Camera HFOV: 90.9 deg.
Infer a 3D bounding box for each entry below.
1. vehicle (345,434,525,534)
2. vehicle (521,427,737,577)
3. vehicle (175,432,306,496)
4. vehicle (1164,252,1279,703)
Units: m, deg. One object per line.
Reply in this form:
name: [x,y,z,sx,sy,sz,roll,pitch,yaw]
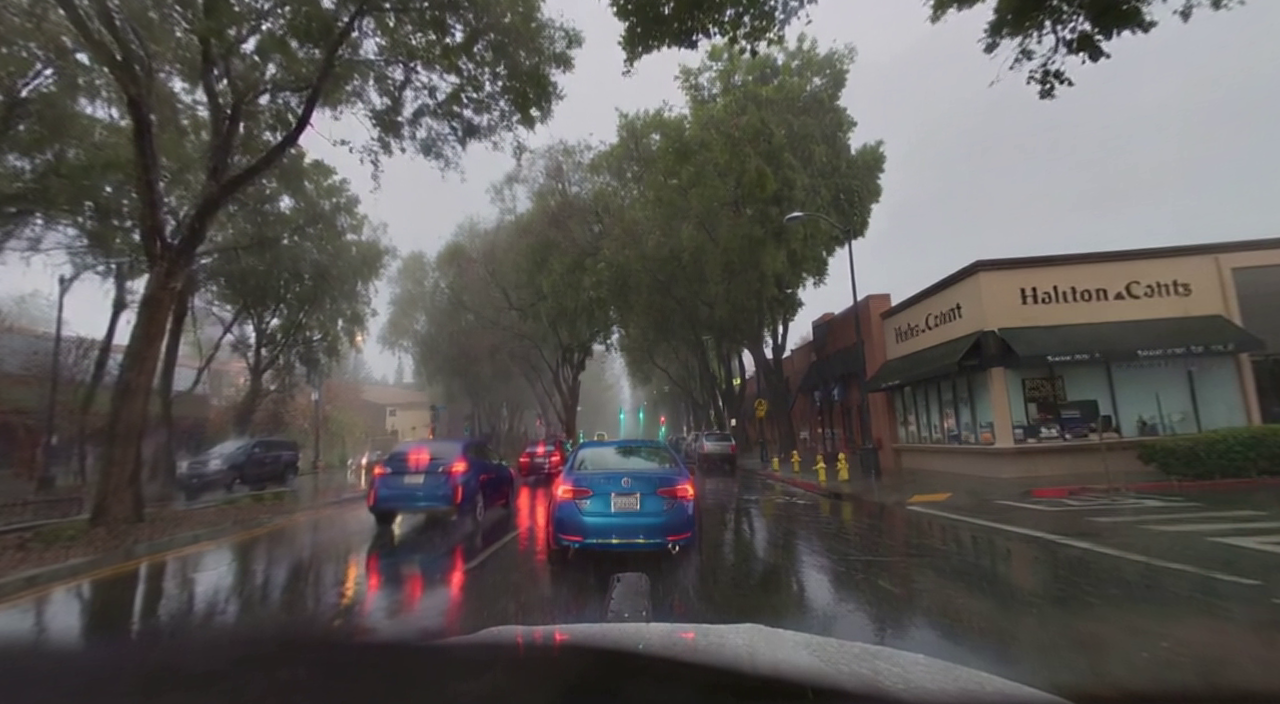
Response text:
vehicle: [-3.460,2.291,11.542,1.905,1.473,4.016,0,-9,0]
vehicle: [-0.113,1.814,8.414,2.160,1.482,4.037,0,-9,0]
vehicle: [-19.160,5.366,30.736,2.286,2.777,5.926,-1,-9,2]
vehicle: [3.322,0.372,0.289,2.152,1.987,4.527,0,-9,-1]
